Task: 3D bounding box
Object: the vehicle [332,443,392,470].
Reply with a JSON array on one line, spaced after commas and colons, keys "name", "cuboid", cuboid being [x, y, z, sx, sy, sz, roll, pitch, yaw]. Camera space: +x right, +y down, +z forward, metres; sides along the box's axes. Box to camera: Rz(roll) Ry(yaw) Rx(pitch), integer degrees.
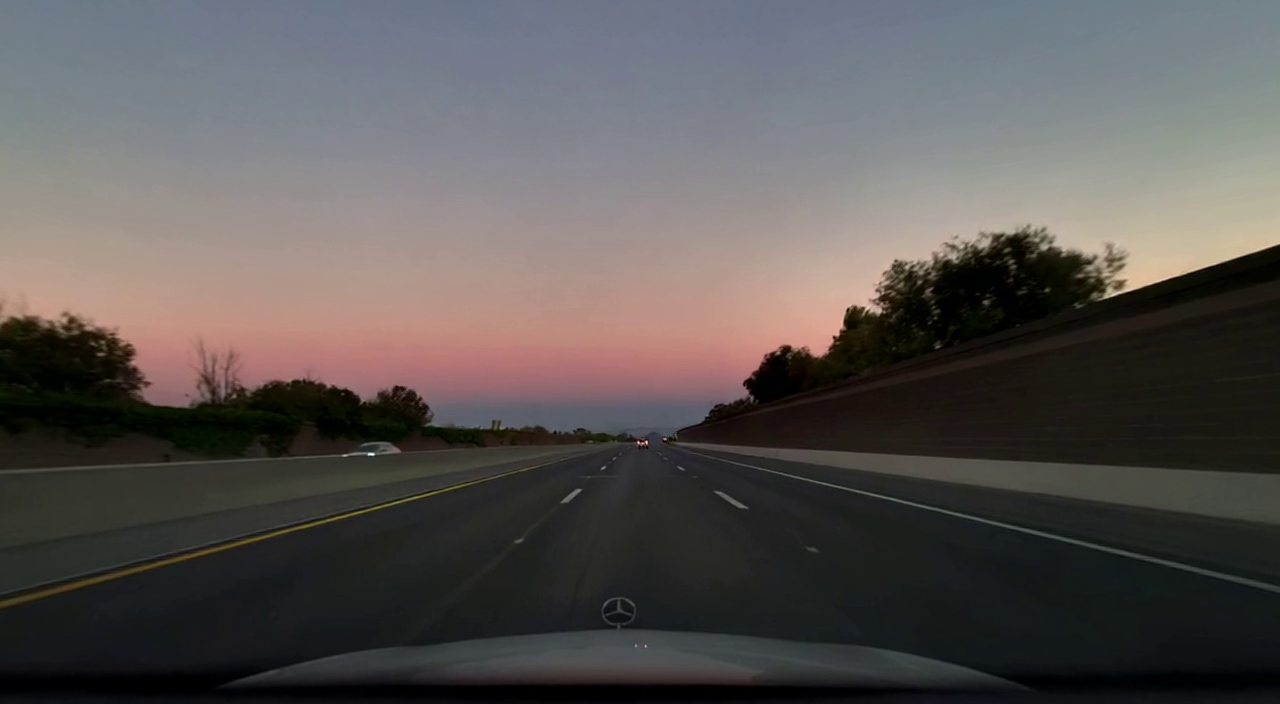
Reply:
[{"name": "vehicle", "cuboid": [-15.984, 5.998, 36.404, 1.828, 1.439, 3.737, 0, -8, -1]}]
